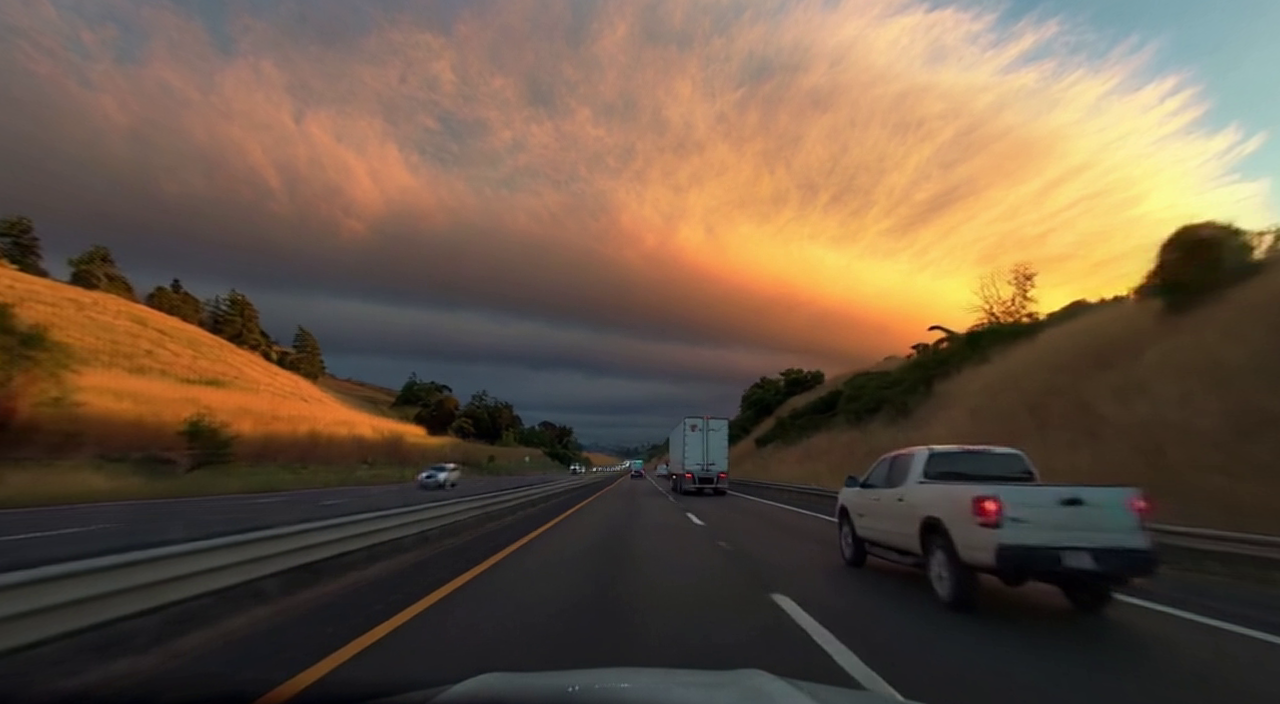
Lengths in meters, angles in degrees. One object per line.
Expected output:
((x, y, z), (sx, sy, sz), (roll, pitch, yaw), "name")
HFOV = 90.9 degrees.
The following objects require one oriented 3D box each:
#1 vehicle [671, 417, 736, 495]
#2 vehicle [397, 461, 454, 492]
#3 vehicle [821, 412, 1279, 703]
((3.751, 6.816, 40.727), (2.863, 4.088, 14.040), (1, -10, 1), "vehicle")
((-12.953, 7.539, 38.305), (1.912, 1.695, 4.292), (1, -10, 0), "vehicle")
((3.471, 1.614, 5.923), (2.124, 1.662, 4.641), (1, -10, -1), "vehicle")
